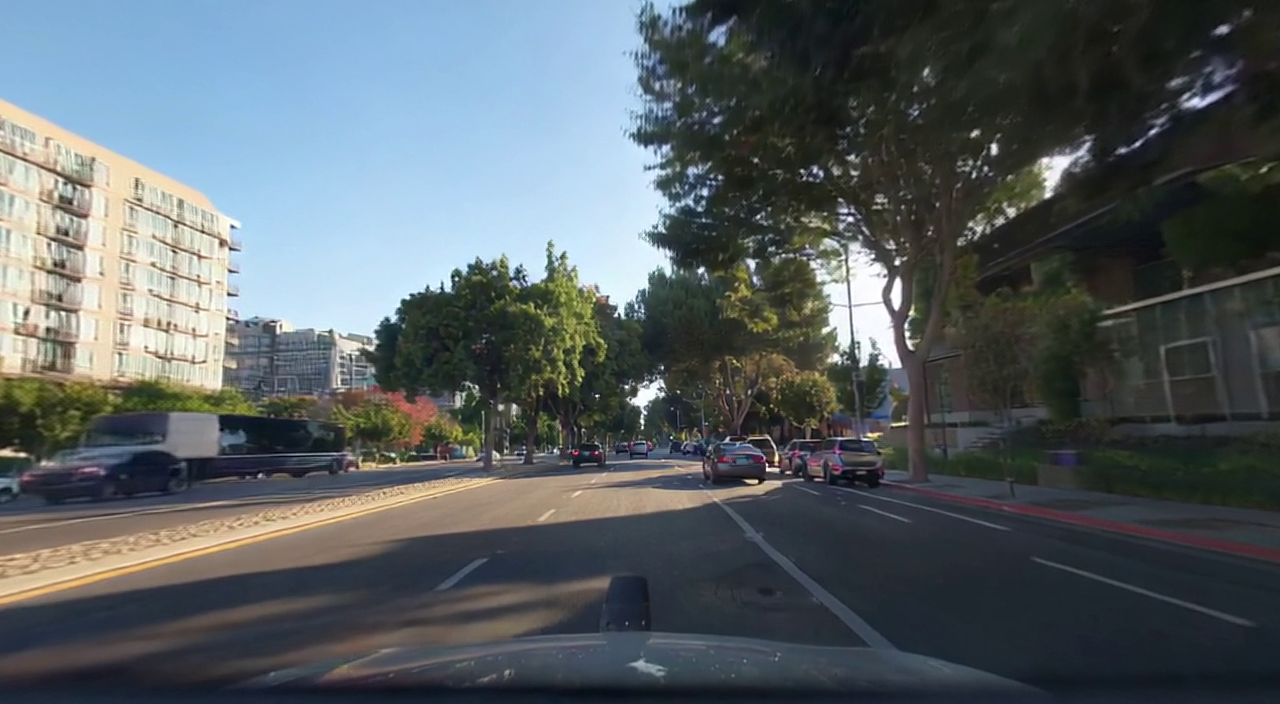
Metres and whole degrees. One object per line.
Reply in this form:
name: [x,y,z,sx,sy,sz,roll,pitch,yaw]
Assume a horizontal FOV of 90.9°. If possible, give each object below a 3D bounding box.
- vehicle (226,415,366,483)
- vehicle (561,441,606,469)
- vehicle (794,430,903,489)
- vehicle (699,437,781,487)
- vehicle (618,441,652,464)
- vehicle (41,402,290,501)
vehicle: [-19.031,5.479,35.829,2.780,3.339,8.934,0,-8,1]
vehicle: [-3.134,5.793,35.656,2.082,1.467,4.379,0,-8,1]
vehicle: [6.906,3.601,21.488,2.023,1.758,4.795,0,-8,-1]
vehicle: [3.235,3.672,21.377,1.990,1.486,4.431,0,-8,-1]
vehicle: [-0.300,6.656,41.892,2.101,1.480,3.929,0,-8,0]
vehicle: [-19.112,4.139,26.683,2.995,3.396,9.534,0,-8,1]
